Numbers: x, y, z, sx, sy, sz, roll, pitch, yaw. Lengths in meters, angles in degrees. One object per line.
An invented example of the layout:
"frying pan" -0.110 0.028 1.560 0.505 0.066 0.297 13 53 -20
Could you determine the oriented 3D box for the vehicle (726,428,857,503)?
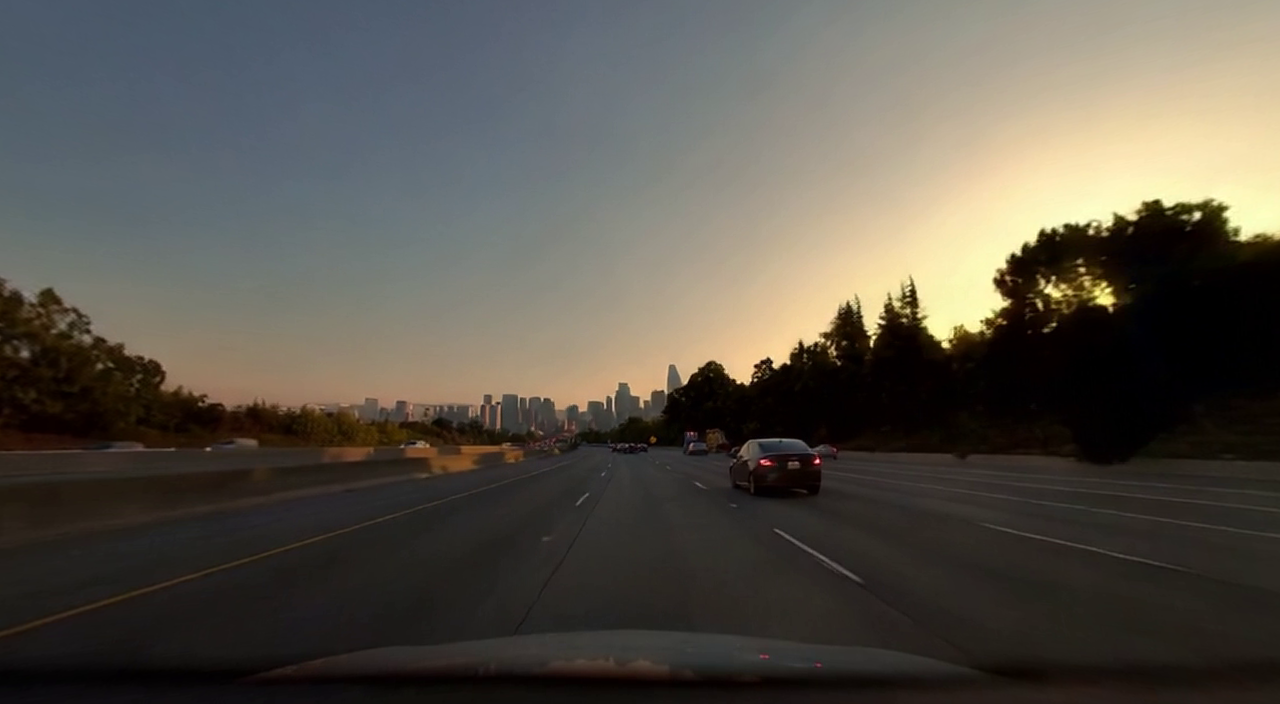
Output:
"vehicle" 3.889 3.017 17.237 2.305 1.729 4.526 0 -8 -2
